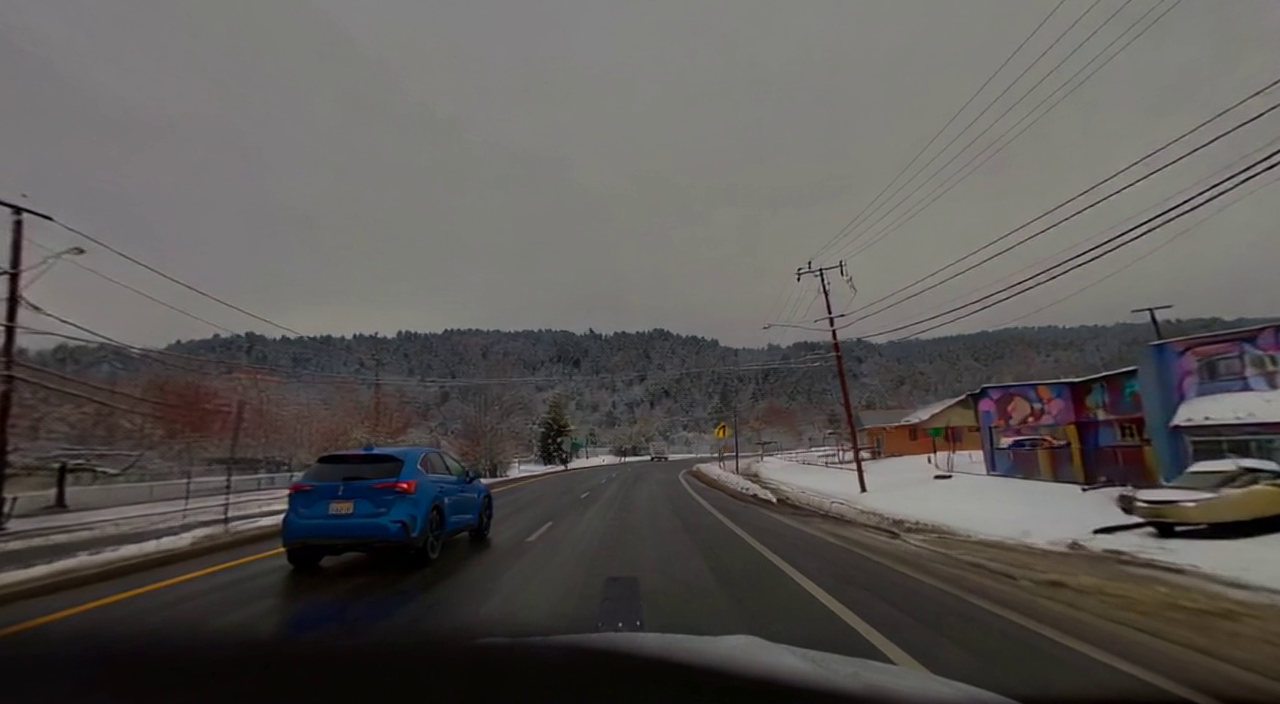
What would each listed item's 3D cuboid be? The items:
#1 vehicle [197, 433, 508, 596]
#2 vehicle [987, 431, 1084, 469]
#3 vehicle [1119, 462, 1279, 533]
[{"bbox_3d":[-3.126,1.833,8.034,1.972,1.496,4.150,0,-8,0],"label":"vehicle"},{"bbox_3d":[24.040,5.936,38.402,5.478,1.869,2.206,1,-12,-26],"label":"vehicle"},{"bbox_3d":[16.810,4.002,17.646,4.995,1.794,2.020,-1,-9,4],"label":"vehicle"}]
